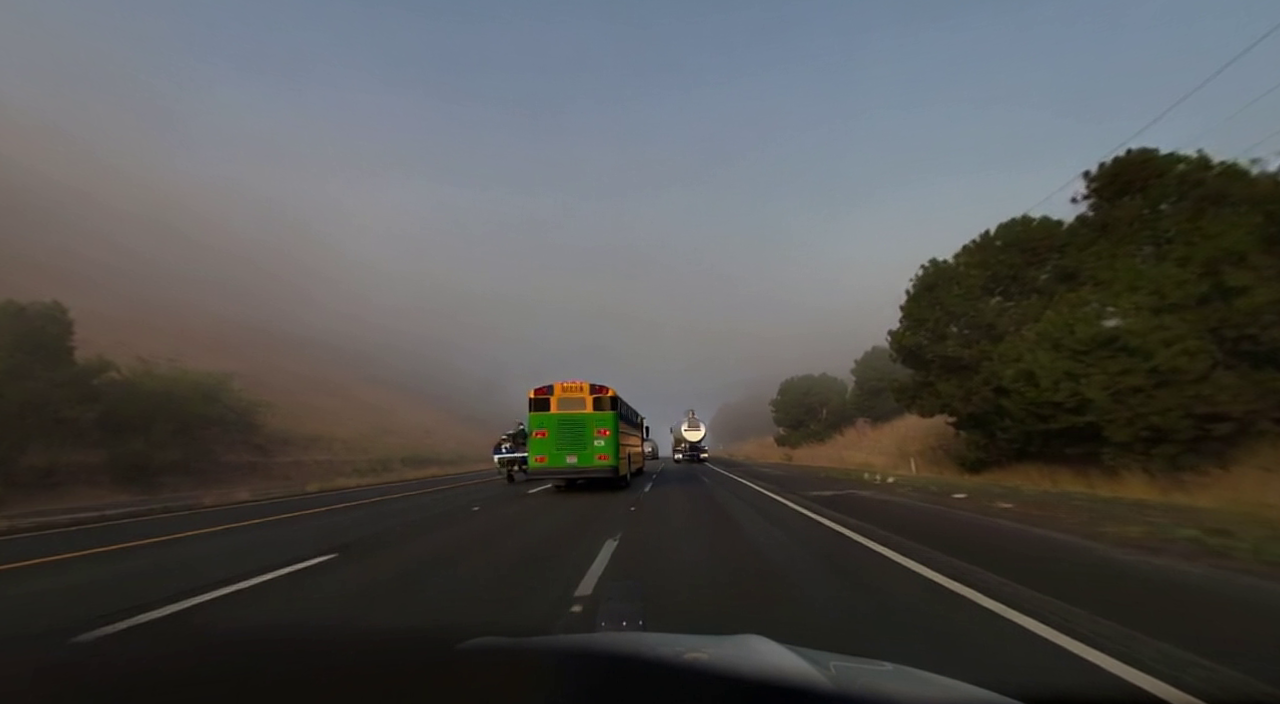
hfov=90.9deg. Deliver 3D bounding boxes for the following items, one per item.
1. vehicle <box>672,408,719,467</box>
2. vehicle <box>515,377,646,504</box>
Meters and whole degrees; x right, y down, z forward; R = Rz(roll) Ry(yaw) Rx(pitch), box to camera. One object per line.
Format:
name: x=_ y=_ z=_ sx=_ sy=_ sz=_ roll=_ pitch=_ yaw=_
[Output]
vehicle: x=3.687 y=5.956 z=43.400 sx=2.716 sy=3.705 sz=7.018 roll=0 pitch=-9 yaw=1
vehicle: x=-1.507 y=3.068 z=21.763 sx=2.948 sy=3.265 sz=10.569 roll=-1 pitch=-8 yaw=3
